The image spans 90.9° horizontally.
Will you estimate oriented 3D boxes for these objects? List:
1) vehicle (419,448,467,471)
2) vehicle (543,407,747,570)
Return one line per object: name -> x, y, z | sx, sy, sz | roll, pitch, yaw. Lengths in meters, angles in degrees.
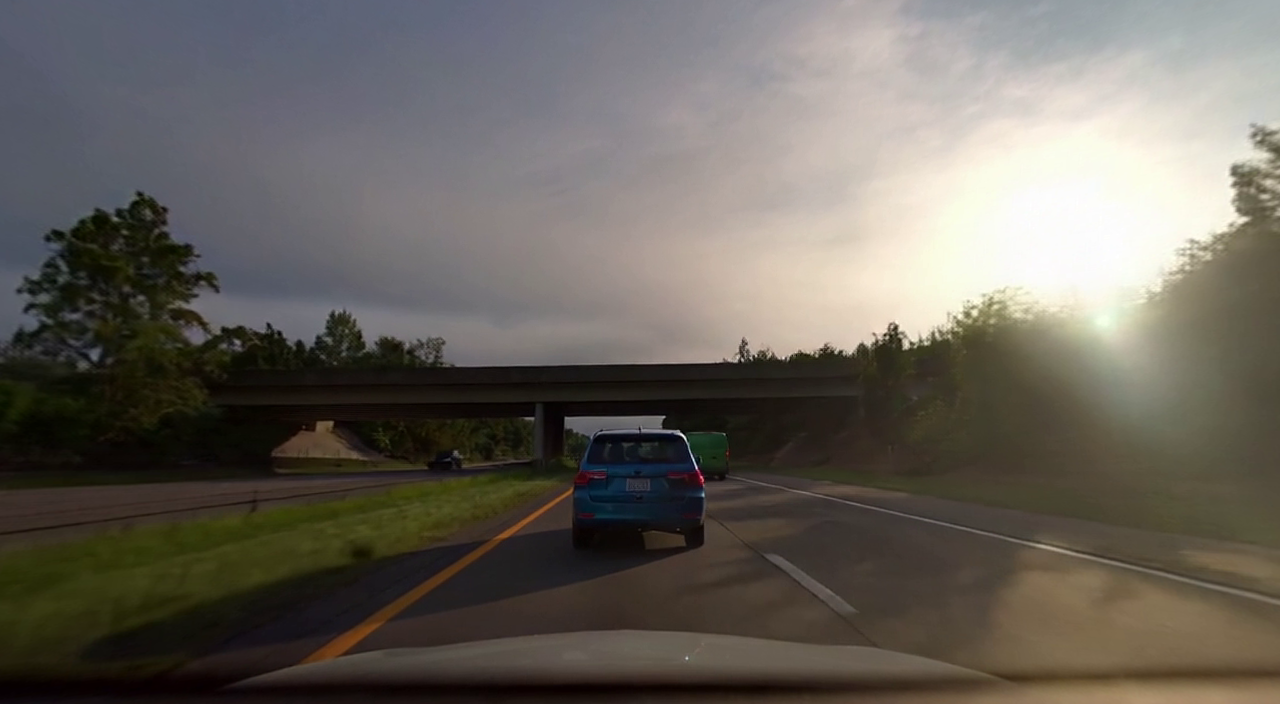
vehicle -> -13.668, 7.473, 43.935 | 1.836, 1.465, 4.514 | 0, -9, 0
vehicle -> 0.065, 1.854, 9.206 | 2.288, 1.823, 4.059 | 0, -9, 0
